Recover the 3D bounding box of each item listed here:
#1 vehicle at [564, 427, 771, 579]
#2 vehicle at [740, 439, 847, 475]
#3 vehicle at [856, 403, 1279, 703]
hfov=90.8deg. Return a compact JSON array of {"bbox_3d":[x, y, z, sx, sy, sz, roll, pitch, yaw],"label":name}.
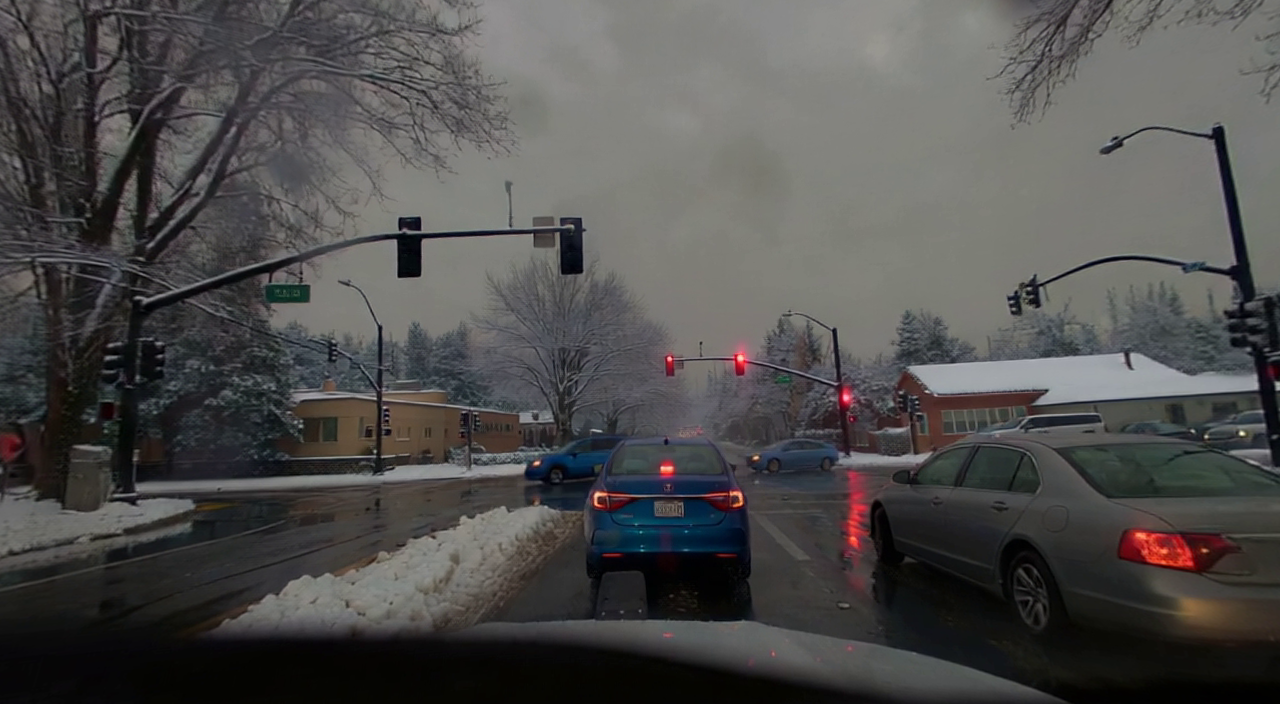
[{"bbox_3d":[0.309,1.818,8.329,2.090,1.505,3.756,-1,-9,1],"label":"vehicle"},{"bbox_3d":[6.859,4.667,28.331,4.229,1.490,1.854,2,-9,-17],"label":"vehicle"},{"bbox_3d":[3.654,1.342,5.432,1.888,1.486,4.681,0,-9,0],"label":"vehicle"}]
